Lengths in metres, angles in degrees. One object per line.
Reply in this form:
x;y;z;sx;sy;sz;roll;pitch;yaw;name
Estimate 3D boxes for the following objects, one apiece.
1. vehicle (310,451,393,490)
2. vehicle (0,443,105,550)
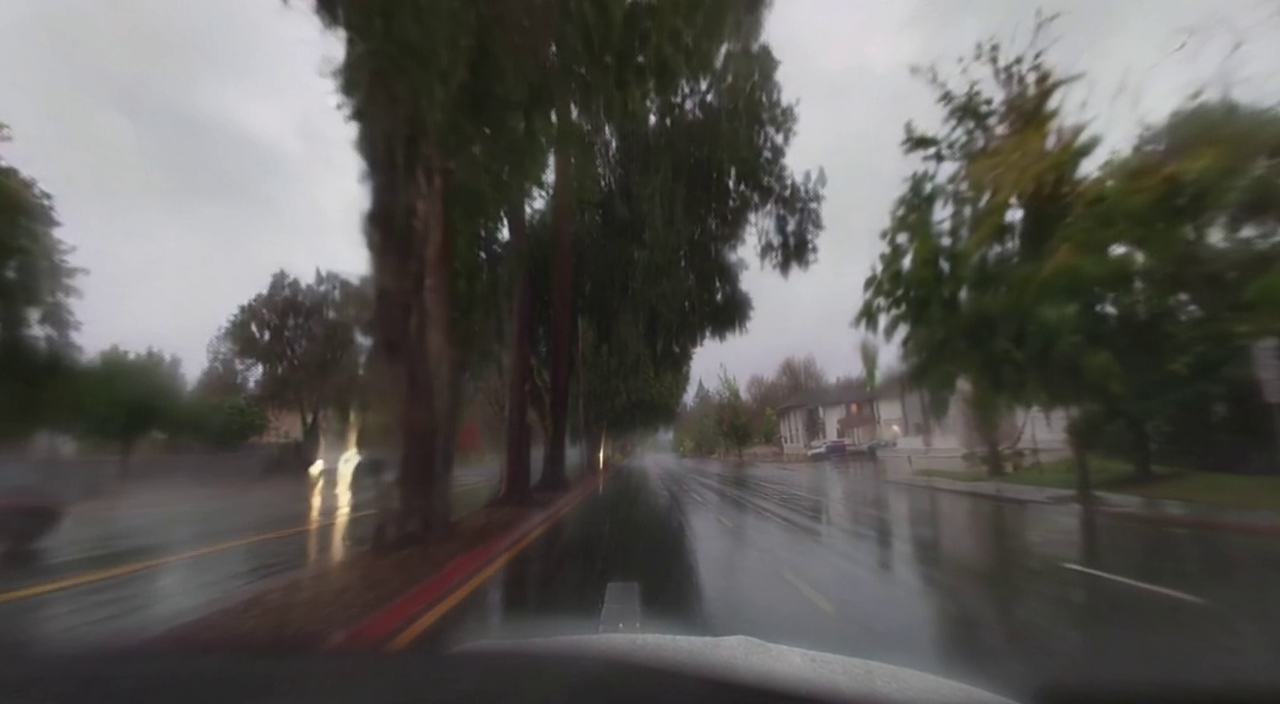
-14.487;5.943;32.021;1.919;1.700;4.685;-1;-8;1;vehicle
-10.473;2.100;8.950;2.011;1.553;4.390;0;-8;-2;vehicle
